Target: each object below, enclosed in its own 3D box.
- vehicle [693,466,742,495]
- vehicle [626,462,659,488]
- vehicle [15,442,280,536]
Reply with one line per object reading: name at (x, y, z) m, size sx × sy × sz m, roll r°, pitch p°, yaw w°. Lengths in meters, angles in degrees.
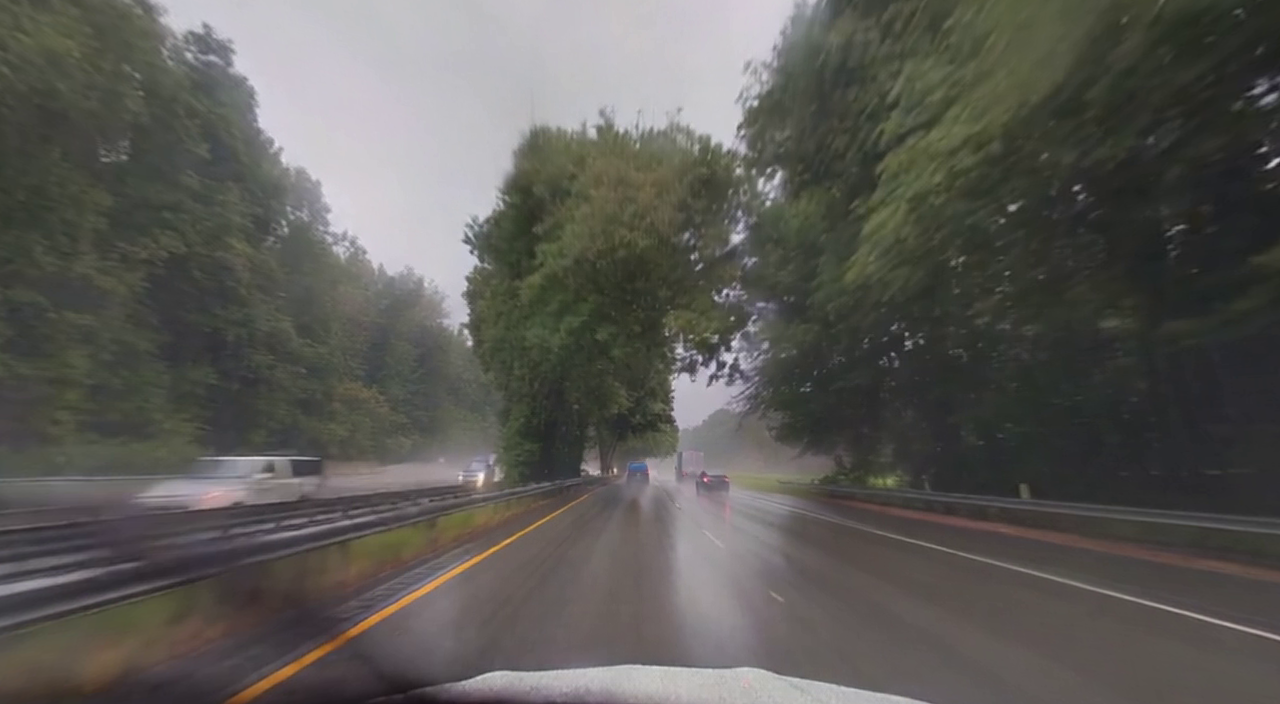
vehicle at (4.383, 7.405, 36.523) m, size 2.073 × 1.532 × 4.969 m, roll 1°, pitch -10°, yaw -1°
vehicle at (0.178, 8.730, 44.850) m, size 2.212 × 1.717 × 4.452 m, roll 0°, pitch -10°, yaw 1°
vehicle at (-9.690, 2.748, 12.997) m, size 1.960 × 1.578 × 4.296 m, roll 1°, pitch -10°, yaw -1°
